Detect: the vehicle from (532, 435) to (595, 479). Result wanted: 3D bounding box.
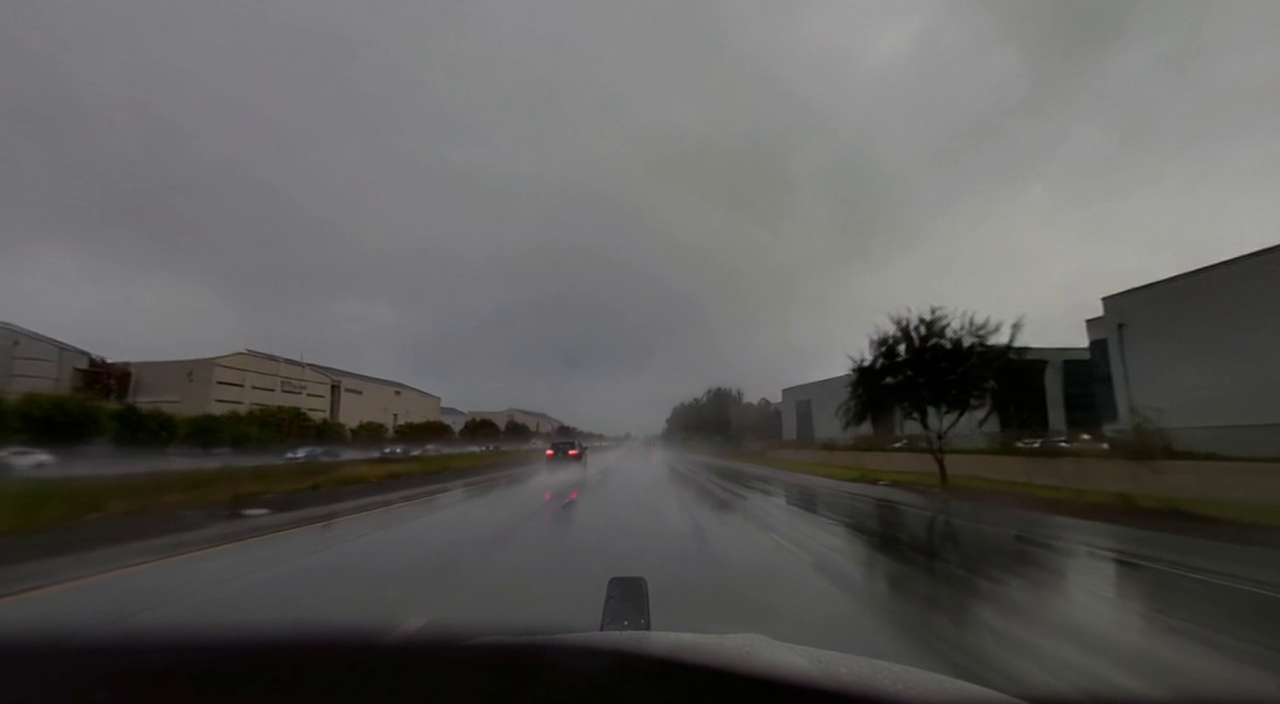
[{"bbox_3d":[-3.450,4.849,29.380,2.218,1.850,4.774,0,-9,2],"label":"vehicle"}]
